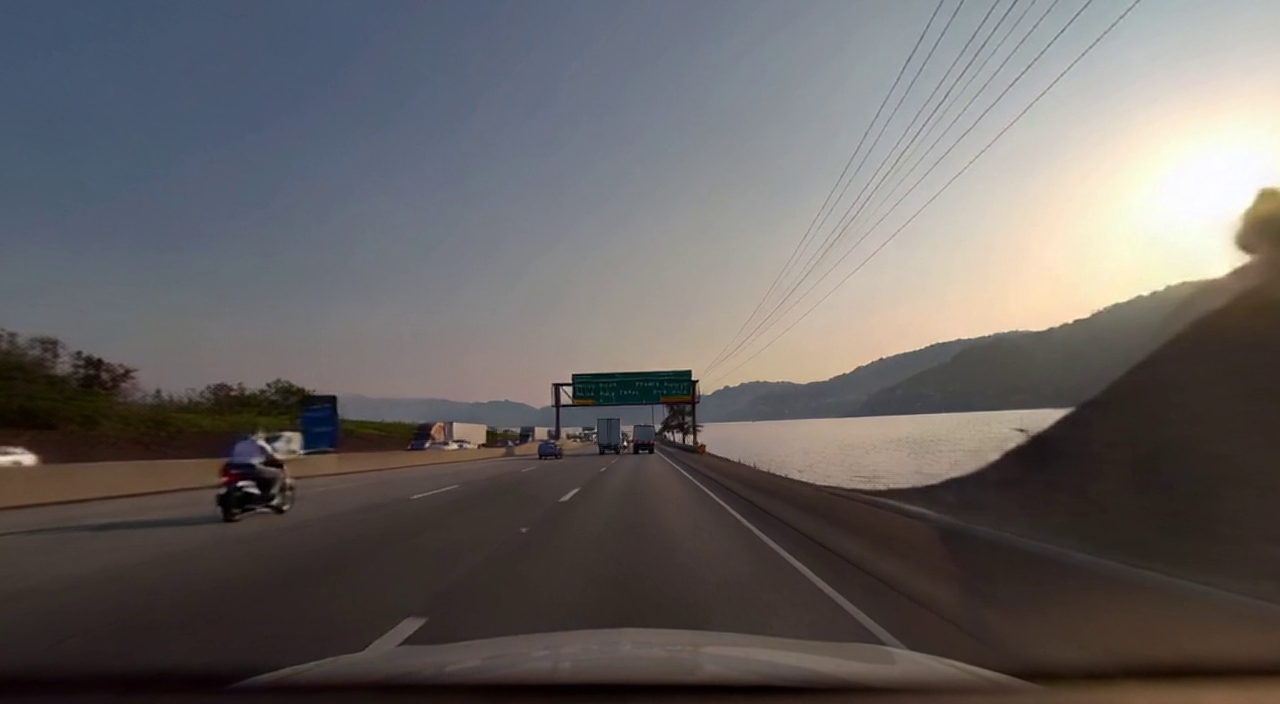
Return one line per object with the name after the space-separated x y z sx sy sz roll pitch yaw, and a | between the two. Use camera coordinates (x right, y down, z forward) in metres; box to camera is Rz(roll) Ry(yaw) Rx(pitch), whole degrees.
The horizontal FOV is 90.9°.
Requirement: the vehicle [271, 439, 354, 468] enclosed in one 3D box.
-17.412 5.413 33.800 2.060 1.463 4.385 0 -8 1 | vehicle

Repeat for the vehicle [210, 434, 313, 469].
-21.138 5.585 35.612 2.165 1.796 5.831 0 -8 1 | vehicle

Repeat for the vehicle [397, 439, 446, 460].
-16.886 7.542 49.041 2.008 1.534 4.910 0 -8 1 | vehicle
